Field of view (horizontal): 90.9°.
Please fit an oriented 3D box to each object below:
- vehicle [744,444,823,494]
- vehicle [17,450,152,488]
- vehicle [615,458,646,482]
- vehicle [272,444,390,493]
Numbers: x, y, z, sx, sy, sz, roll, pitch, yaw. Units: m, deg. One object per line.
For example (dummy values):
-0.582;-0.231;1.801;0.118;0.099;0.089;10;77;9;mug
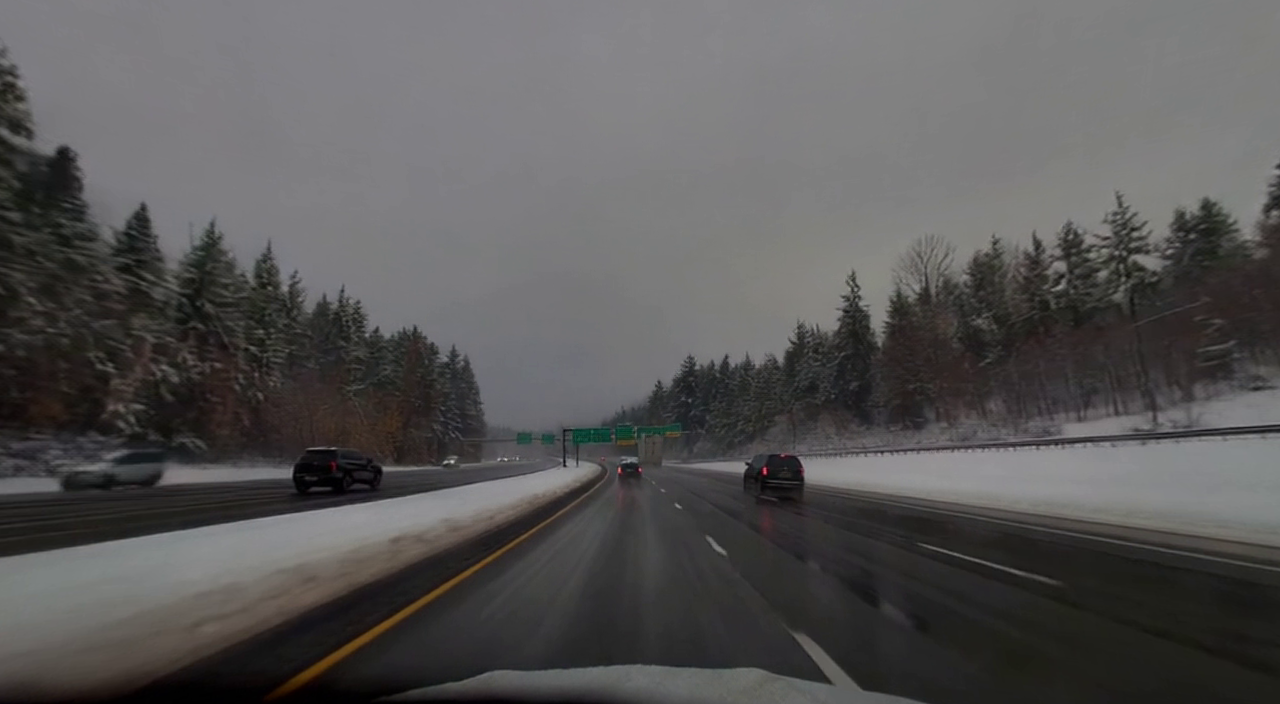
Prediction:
5.591;4.681;25.227;1.998;1.776;4.663;1;-10;-1;vehicle
-27.516;5.855;31.518;1.980;1.699;5.236;1;-10;-1;vehicle
-0.700;8.004;42.821;1.987;1.467;3.903;1;-10;-2;vehicle
-11.398;4.368;23.710;1.952;1.618;4.859;1;-10;0;vehicle
